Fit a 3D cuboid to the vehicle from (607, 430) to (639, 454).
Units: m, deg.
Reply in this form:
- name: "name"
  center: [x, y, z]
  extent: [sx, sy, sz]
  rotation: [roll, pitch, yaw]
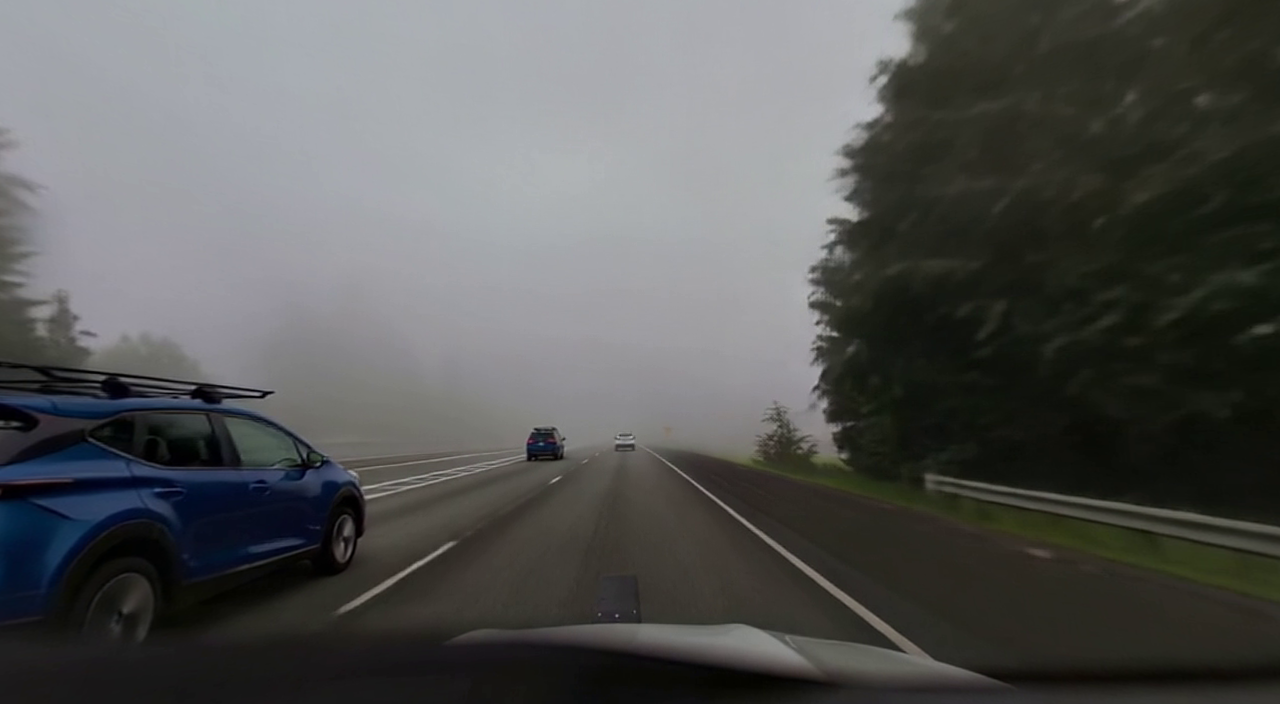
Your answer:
- name: "vehicle"
  center: [-1.185, 6.446, 45.236]
  extent: [2.151, 1.618, 3.898]
  rotation: [0, -8, -1]

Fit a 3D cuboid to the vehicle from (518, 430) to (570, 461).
- name: "vehicle"
  center: [-5.227, 5.172, 35.020]
  extent: [2.189, 1.580, 4.607]
  rotation: [0, -8, 0]
